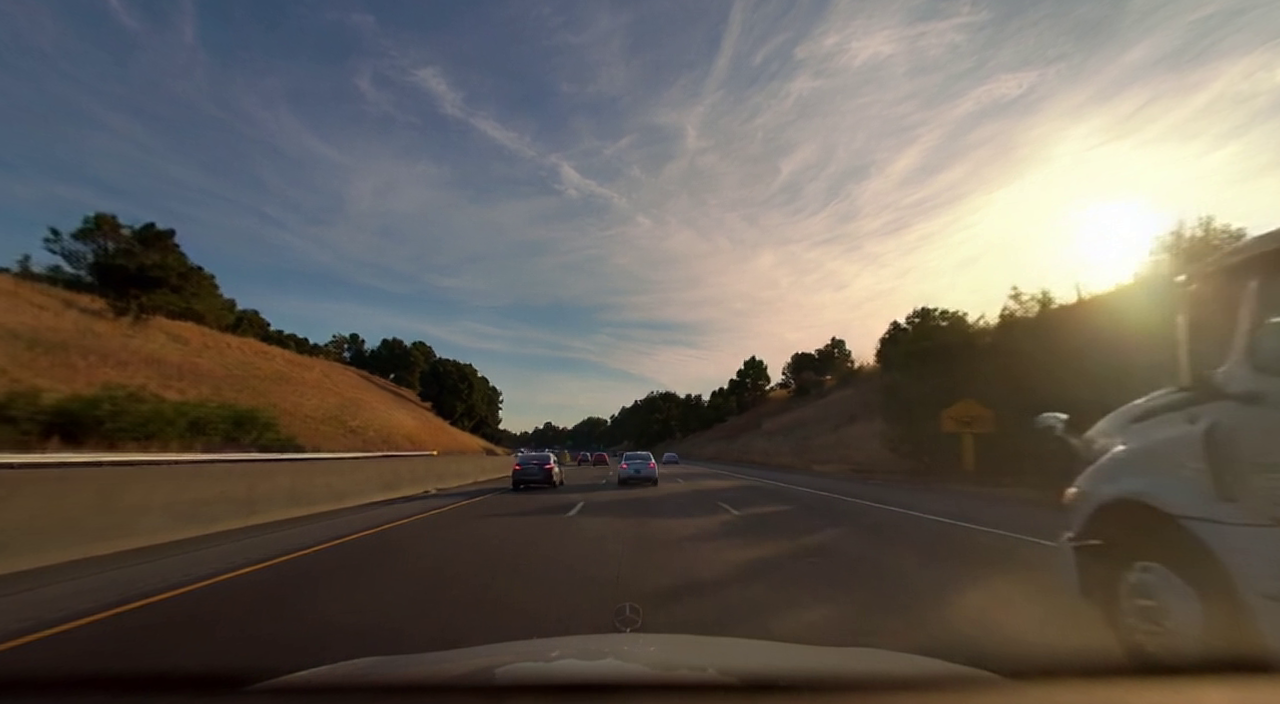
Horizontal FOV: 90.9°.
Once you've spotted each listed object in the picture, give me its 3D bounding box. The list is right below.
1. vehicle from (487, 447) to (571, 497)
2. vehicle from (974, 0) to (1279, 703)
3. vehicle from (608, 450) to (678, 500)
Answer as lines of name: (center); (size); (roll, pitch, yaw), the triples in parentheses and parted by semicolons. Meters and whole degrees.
vehicle: (-3.790, 4.172, 22.336); (2.153, 1.581, 4.375); (0, -9, 0)
vehicle: (4.305, -0.275, 1.718); (3.017, 3.953, 6.582); (0, -9, 0)
vehicle: (0.072, 3.880, 20.297); (2.023, 1.400, 4.028); (0, -9, 0)
